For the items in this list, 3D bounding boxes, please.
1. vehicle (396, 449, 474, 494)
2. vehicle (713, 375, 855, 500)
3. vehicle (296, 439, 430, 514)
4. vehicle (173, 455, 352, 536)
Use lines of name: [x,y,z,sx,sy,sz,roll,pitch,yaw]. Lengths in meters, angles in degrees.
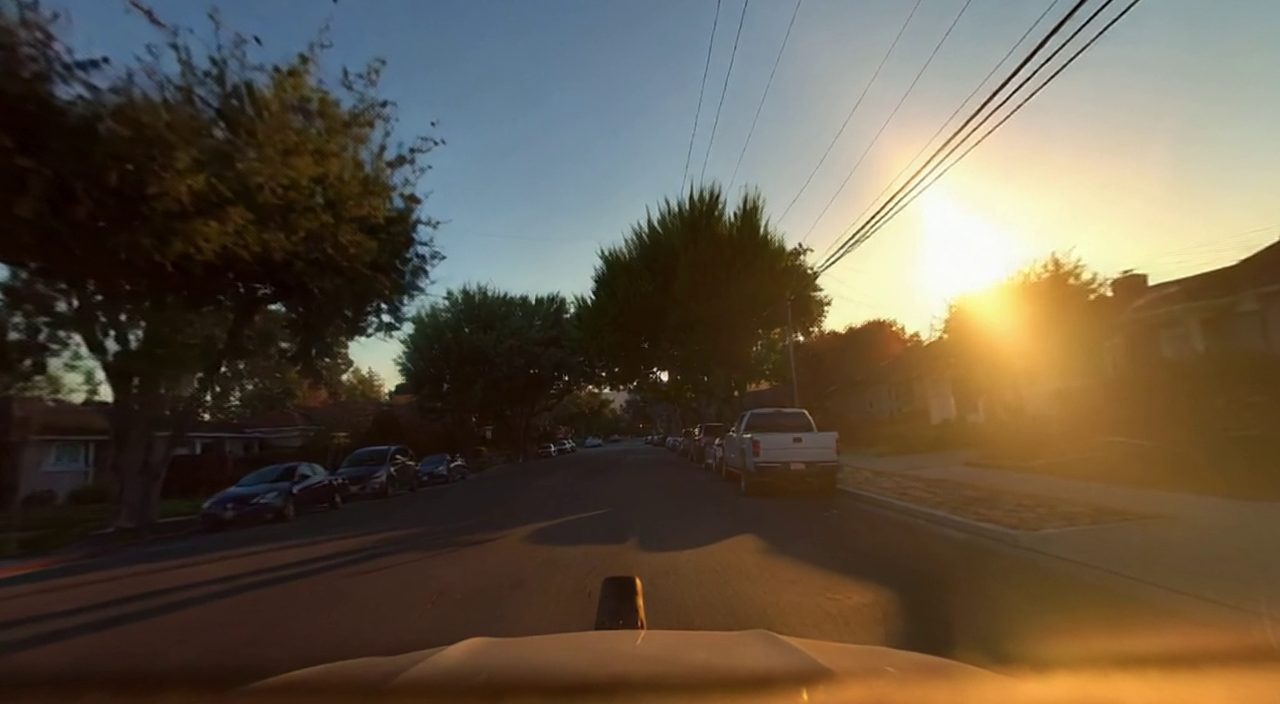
vehicle: [-8.390,4.863,26.167,1.839,1.384,4.124,-8,-8,-2]
vehicle: [3.068,1.987,14.467,2.233,2.453,3.787,0,-9,-1]
vehicle: [-8.567,3.810,20.063,2.163,1.841,4.679,-6,-8,-2]
vehicle: [-8.388,3.176,14.555,1.821,1.476,4.060,-2,-9,-3]
